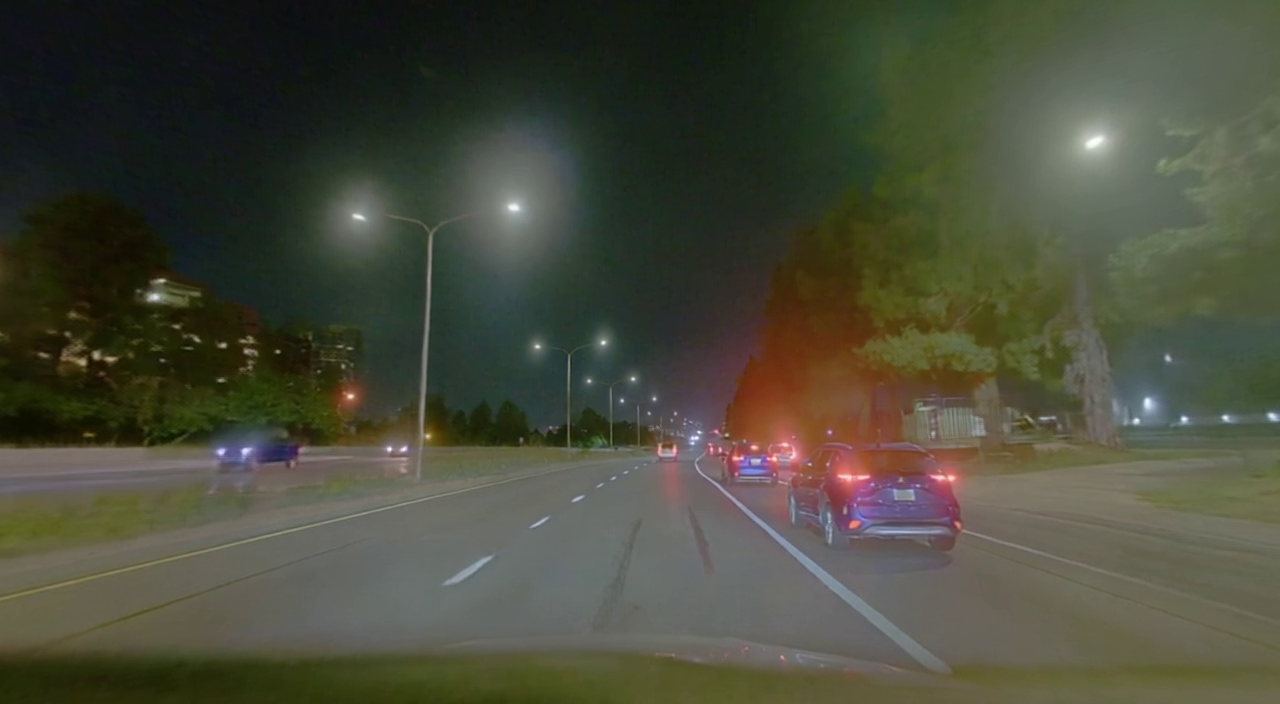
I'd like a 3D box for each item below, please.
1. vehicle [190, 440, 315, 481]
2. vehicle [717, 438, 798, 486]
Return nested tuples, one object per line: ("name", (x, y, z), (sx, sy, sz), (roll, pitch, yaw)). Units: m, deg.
("vehicle", (-15.723, 4.409, 25.951), (2.055, 1.495, 4.772), (0, -8, 1))
("vehicle", (4.044, 3.871, 22.483), (1.981, 1.499, 4.536), (0, -8, 0))
